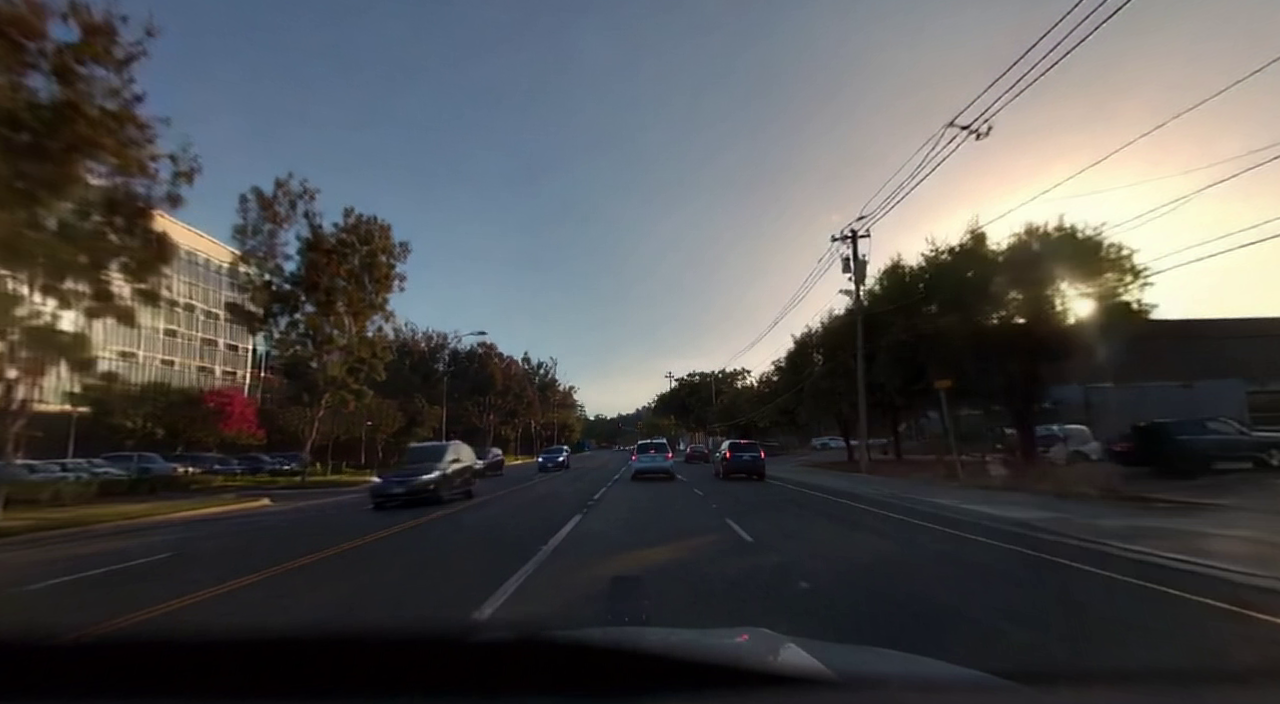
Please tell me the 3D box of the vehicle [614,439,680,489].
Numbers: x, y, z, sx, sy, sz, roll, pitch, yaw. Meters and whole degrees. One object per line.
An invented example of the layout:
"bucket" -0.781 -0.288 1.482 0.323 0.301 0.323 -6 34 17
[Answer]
"vehicle" 0.264 4.079 23.325 2.200 1.653 4.127 0 -9 1

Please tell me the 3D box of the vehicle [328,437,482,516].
"vehicle" -6.068 3.271 17.112 2.193 1.802 4.946 0 -9 1

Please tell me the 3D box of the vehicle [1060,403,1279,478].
"vehicle" 15.477 2.511 17.806 5.731 1.720 2.822 -9 -11 31

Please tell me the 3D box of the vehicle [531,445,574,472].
"vehicle" -5.889 7.211 42.810 2.187 1.711 4.505 0 -9 1

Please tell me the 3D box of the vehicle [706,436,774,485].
"vehicle" 3.702 4.088 23.973 1.914 1.698 4.049 0 -9 0

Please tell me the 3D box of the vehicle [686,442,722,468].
"vehicle" 4.414 7.182 44.147 2.024 1.711 4.512 0 -9 0
